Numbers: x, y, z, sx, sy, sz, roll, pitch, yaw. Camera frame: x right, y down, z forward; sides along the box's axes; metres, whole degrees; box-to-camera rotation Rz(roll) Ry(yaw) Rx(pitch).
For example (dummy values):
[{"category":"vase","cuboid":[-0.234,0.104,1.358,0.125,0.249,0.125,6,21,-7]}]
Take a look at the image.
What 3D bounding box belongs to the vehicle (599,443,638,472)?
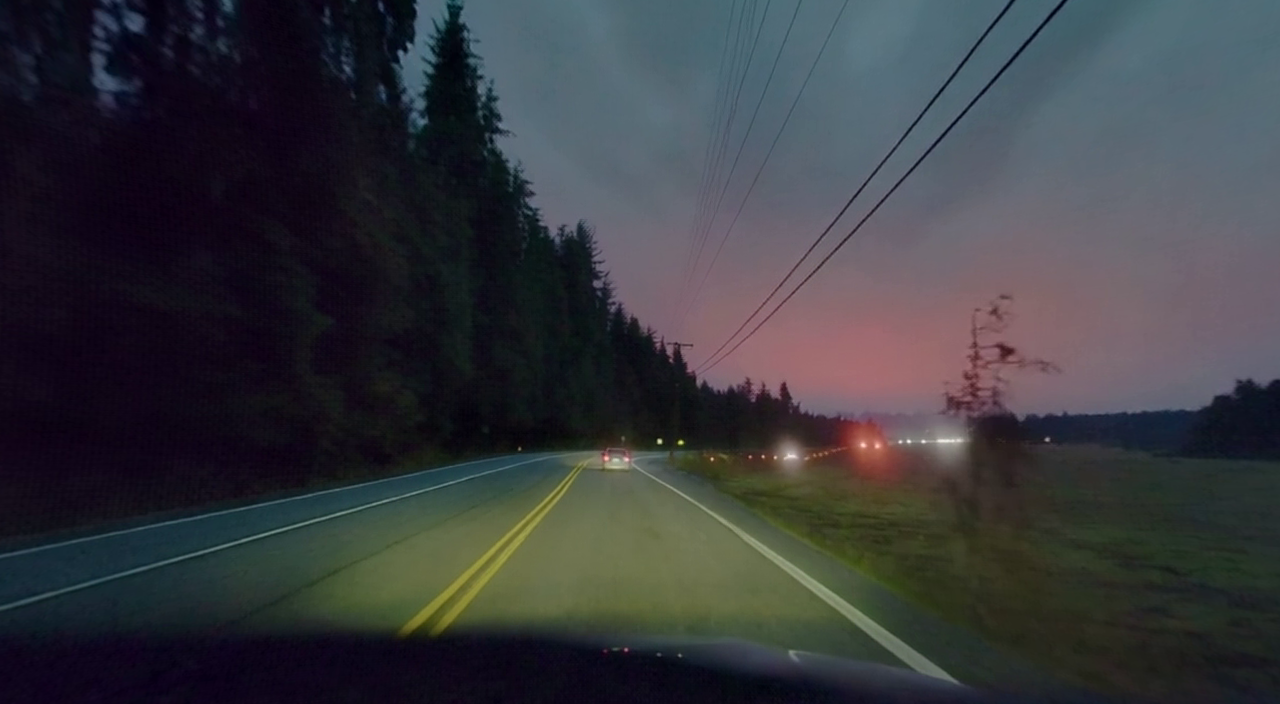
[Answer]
[{"category":"vehicle","cuboid":[-1.226,5.889,35.547,2.059,1.524,3.963,0,-9,-3]}]
